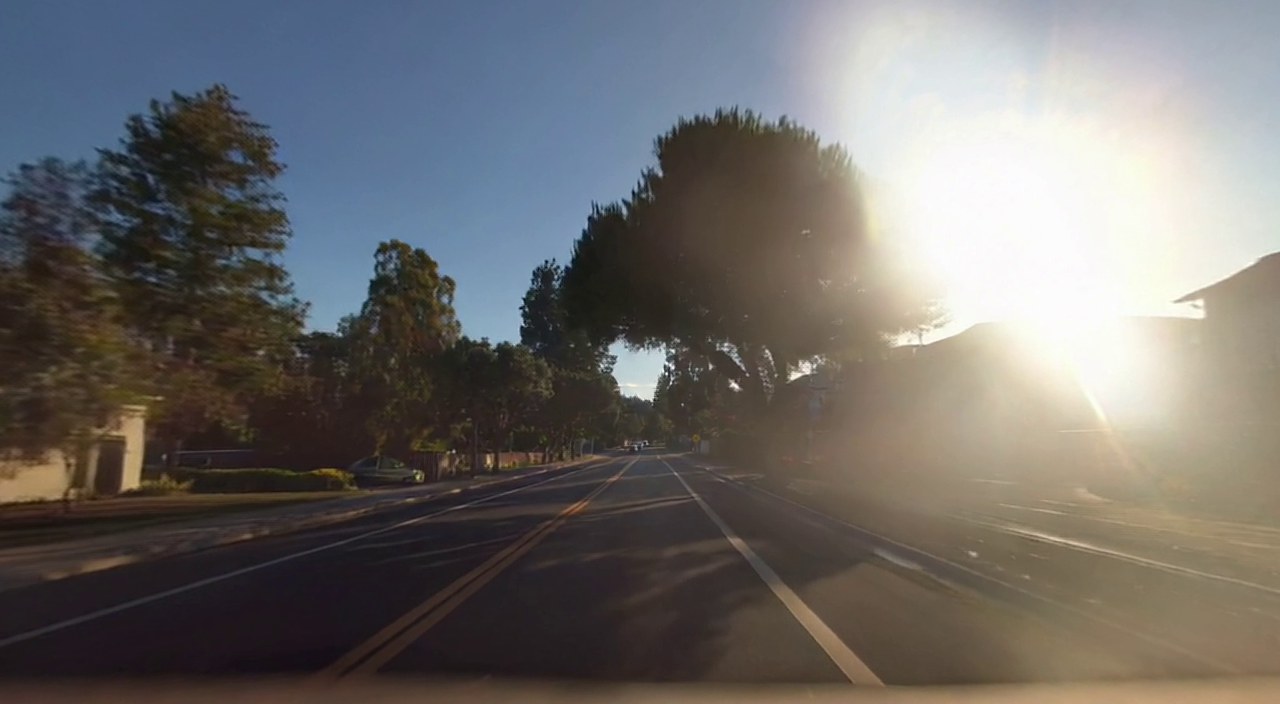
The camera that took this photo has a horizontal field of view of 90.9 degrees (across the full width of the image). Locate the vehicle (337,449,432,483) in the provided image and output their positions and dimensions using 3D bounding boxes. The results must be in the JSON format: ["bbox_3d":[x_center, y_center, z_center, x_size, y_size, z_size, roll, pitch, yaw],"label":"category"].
[{"bbox_3d":[-13.572,6.033,33.573,4.310,1.723,1.915,-2,-8,14],"label":"vehicle"}]
